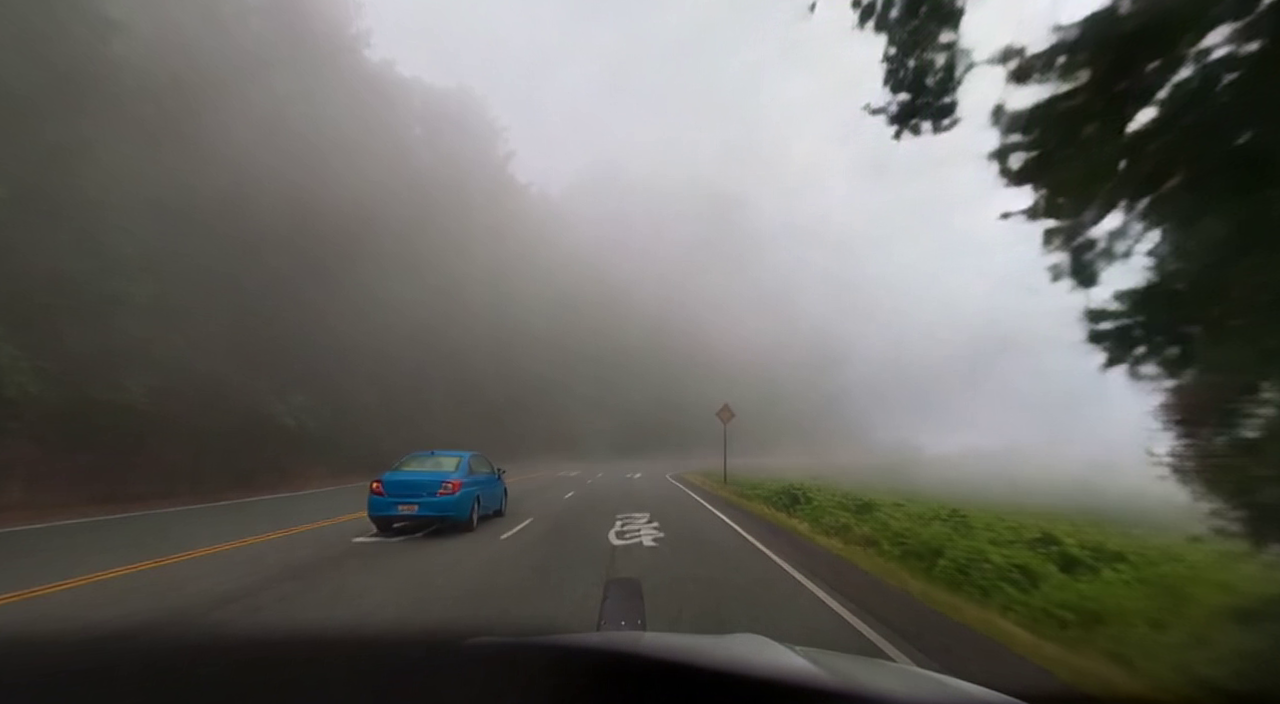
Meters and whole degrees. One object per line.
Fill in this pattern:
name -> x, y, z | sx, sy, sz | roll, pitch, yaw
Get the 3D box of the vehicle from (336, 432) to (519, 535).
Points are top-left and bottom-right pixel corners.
vehicle -> -3.747, 2.402, 12.014 | 2.078, 1.607, 3.959 | 0, -9, 0
